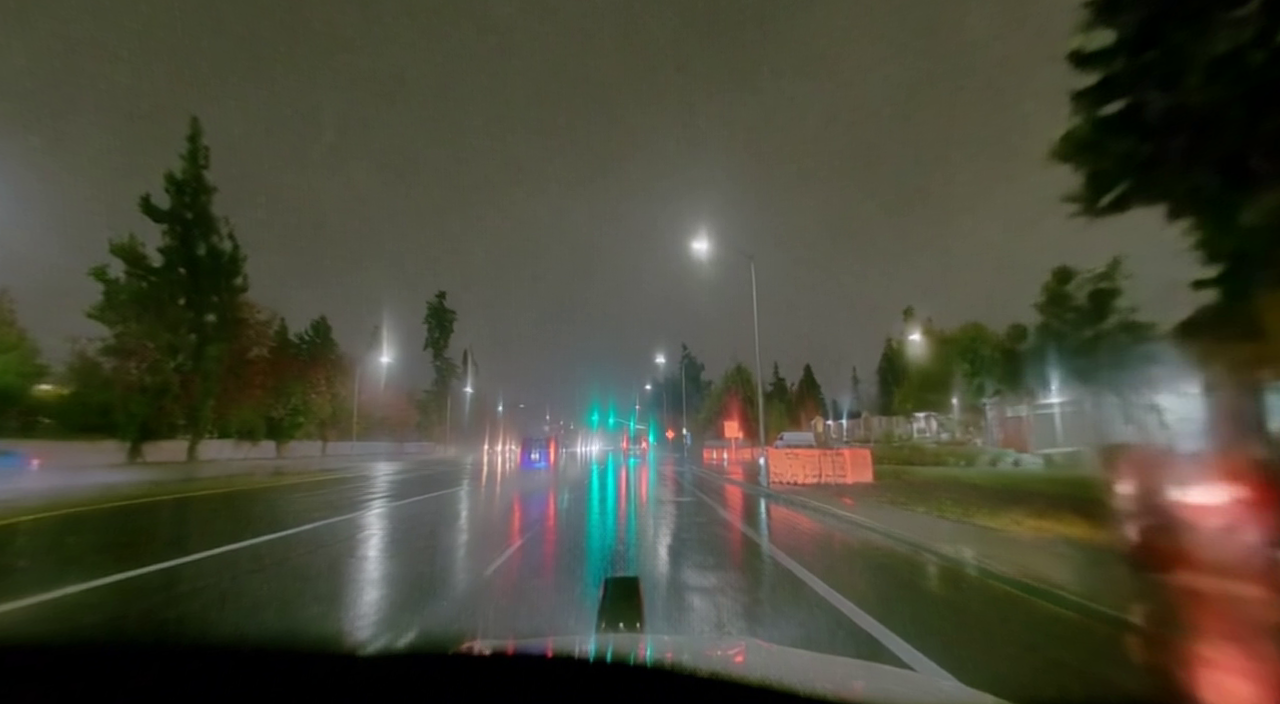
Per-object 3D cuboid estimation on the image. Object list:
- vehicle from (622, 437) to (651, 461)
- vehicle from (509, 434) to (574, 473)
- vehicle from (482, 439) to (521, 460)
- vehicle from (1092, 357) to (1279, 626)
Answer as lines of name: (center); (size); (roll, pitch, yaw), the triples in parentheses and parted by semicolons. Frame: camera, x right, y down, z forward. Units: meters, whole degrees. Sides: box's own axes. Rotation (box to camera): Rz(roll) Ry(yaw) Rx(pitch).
vehicle: (-0.246, 7.372, 48.054); (2.135, 1.711, 4.124); (0, -8, 0)
vehicle: (-4.578, 4.808, 30.023); (2.198, 1.663, 4.519); (0, -8, 2)
vehicle: (-10.707, 7.569, 49.058); (2.009, 1.541, 4.753); (0, -8, -1)
vehicle: (6.484, 1.013, 4.699); (4.447, 1.754, 2.182); (0, -8, 4)
